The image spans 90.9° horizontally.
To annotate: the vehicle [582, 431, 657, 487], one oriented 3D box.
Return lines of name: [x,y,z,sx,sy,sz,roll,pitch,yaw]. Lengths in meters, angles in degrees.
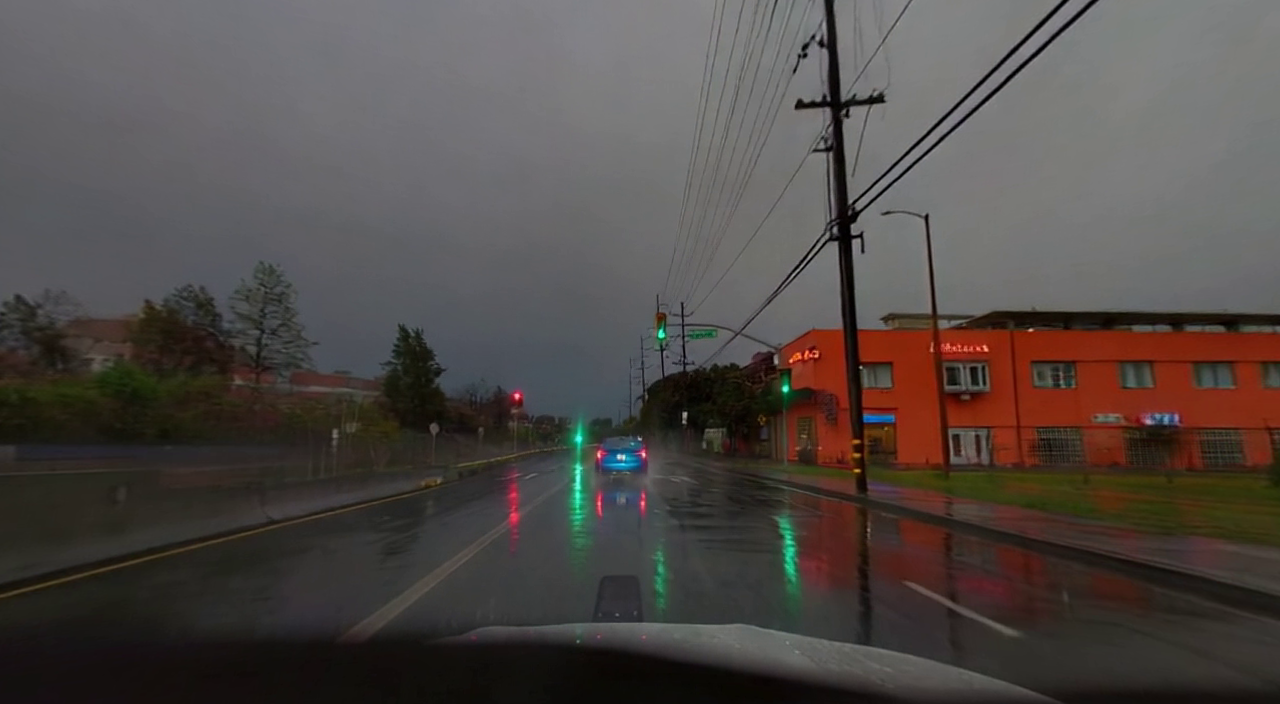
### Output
vehicle: [-0.619,3.285,19.721,2.123,1.566,3.662,0,-8,-1]
